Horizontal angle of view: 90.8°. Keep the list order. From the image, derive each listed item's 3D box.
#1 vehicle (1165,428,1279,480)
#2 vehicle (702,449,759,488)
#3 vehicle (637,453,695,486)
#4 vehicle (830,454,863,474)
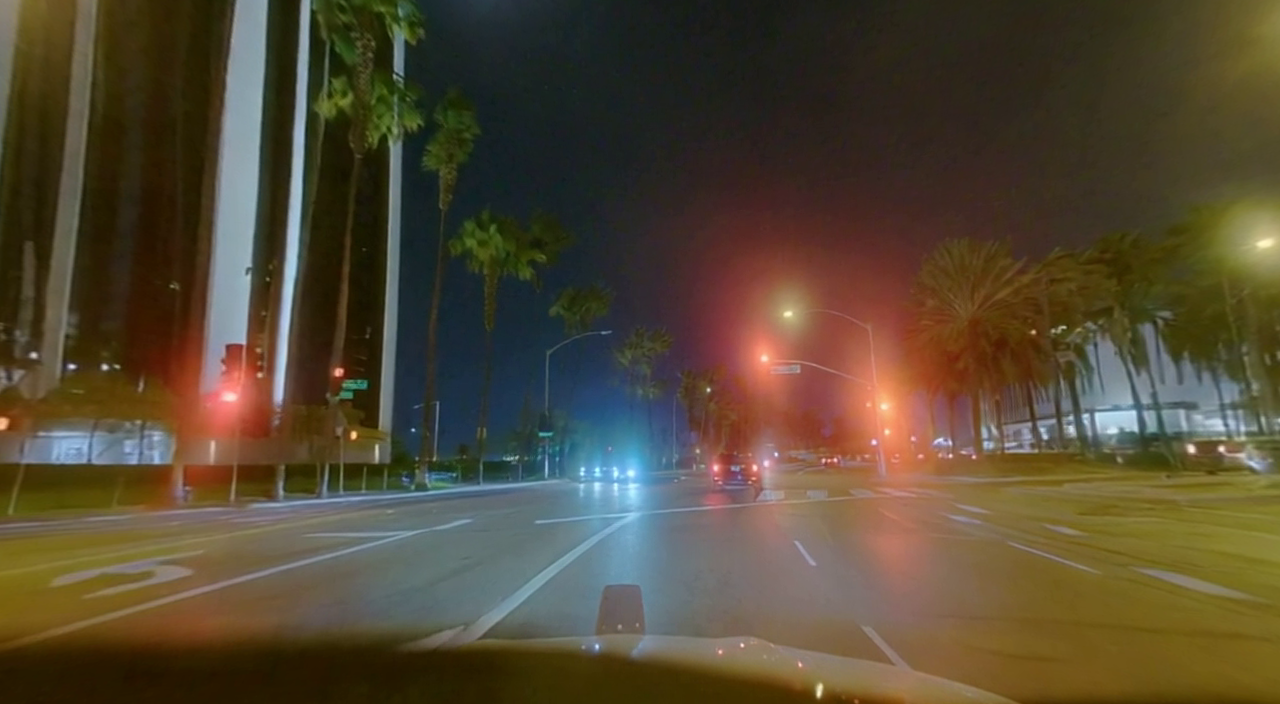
[{"bbox_3d":[23.797,3.983,24.778,5.049,1.861,2.081,2,-9,-12],"label":"vehicle"},{"bbox_3d":[3.979,4.975,27.345,2.096,1.492,4.071,-2,-9,12],"label":"vehicle"},{"bbox_3d":[1.332,5.609,30.510,2.048,1.418,4.177,-2,-9,13],"label":"vehicle"},{"bbox_3d":[15.826,8.571,48.514,1.983,1.457,4.220,-2,-9,13],"label":"vehicle"}]
